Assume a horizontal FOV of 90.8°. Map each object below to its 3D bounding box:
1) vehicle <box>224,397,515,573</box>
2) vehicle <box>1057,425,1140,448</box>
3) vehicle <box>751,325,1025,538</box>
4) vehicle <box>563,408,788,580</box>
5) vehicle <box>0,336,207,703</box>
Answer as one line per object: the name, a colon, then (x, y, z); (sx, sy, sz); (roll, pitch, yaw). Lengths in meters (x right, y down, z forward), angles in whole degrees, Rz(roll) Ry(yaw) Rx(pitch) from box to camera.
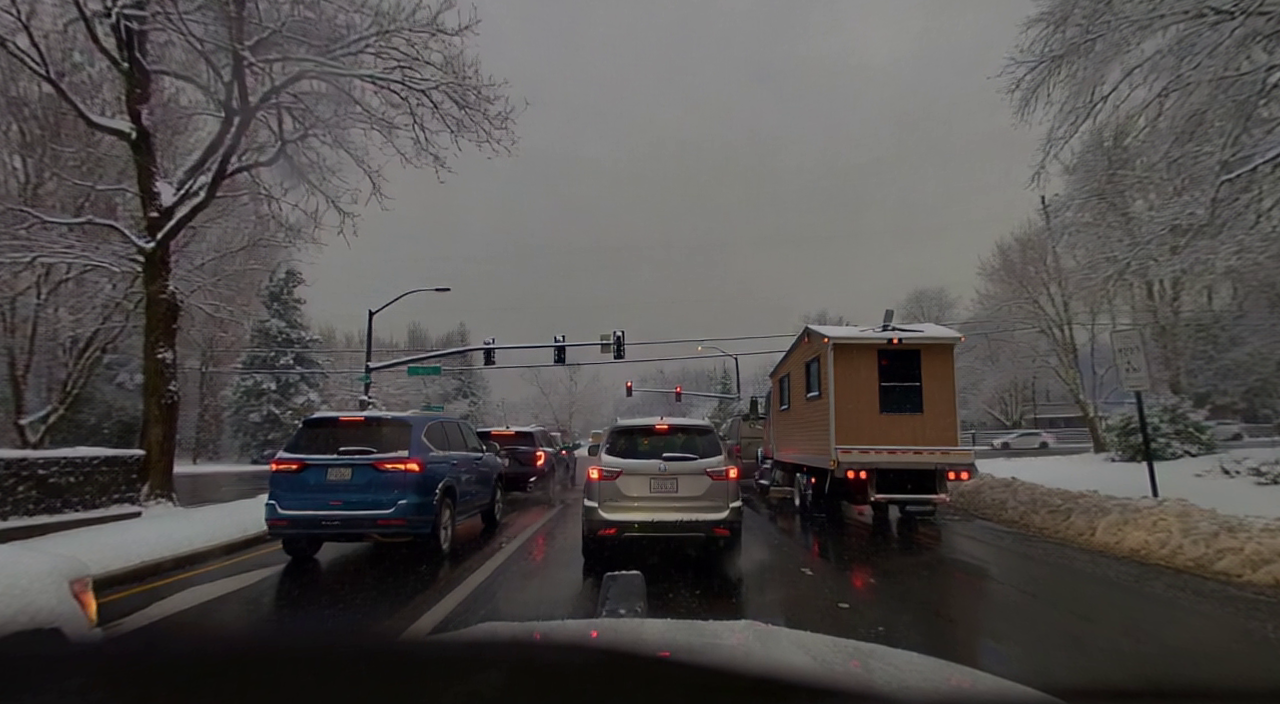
vehicle: (-3.268, 1.717, 8.852); (2.085, 1.812, 4.388); (0, -9, 0)
vehicle: (33.164, 6.151, 45.881); (4.671, 1.595, 1.824); (-5, -10, 31)
vehicle: (3.681, 1.417, 11.020); (2.531, 2.750, 5.595); (0, -8, 1)
vehicle: (0.353, 1.698, 8.318); (2.189, 1.649, 4.171); (0, -9, 0)
vehicle: (-3.431, 0.673, 1.475); (1.952, 1.730, 4.116); (0, -9, -1)
